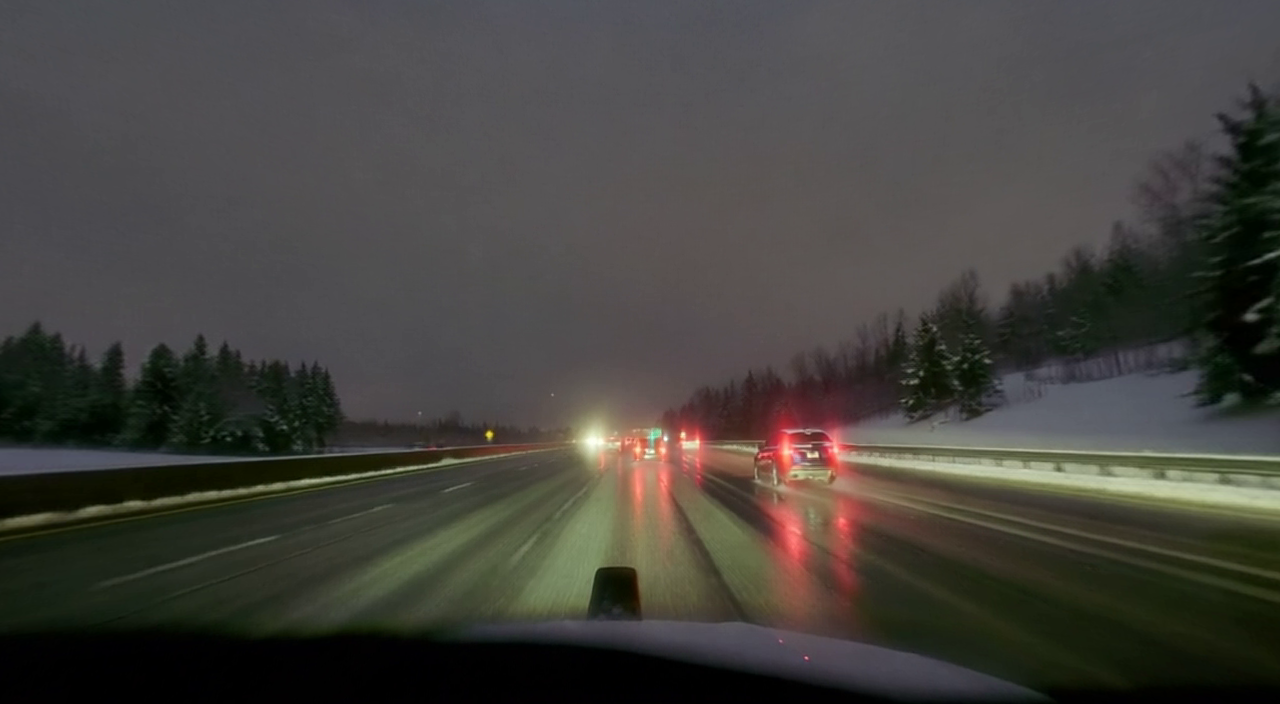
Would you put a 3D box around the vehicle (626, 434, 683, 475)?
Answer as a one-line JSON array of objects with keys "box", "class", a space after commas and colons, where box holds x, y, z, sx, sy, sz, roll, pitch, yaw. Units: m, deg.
[{"box": [0.479, 3.964, 24.693, 2.046, 1.467, 3.844, 0, -8, -1], "class": "vehicle"}]
